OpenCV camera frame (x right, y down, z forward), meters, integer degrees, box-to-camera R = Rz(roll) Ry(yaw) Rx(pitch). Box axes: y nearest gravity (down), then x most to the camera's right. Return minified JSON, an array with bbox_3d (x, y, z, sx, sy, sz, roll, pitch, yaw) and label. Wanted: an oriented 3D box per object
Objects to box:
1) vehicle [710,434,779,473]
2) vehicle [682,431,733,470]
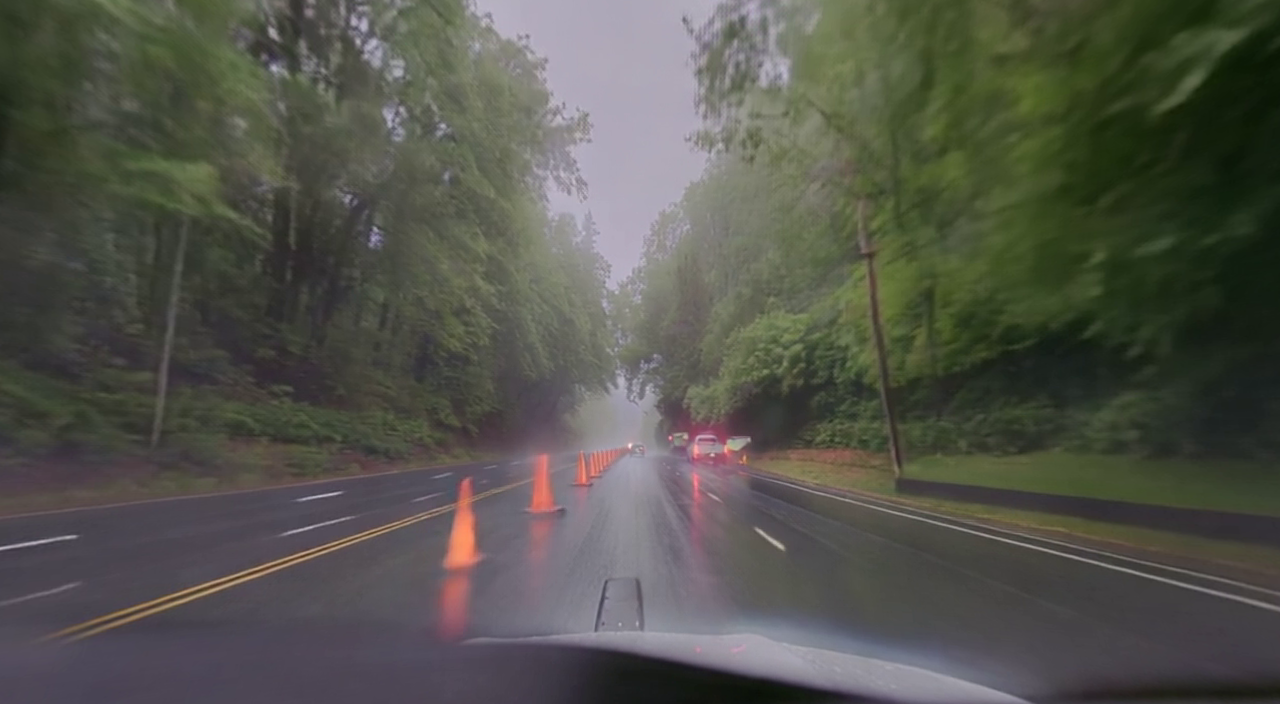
[{"bbox_3d":[5.685,5.674,35.522,2.294,1.949,6.246,1,-8,-5],"label":"vehicle"},{"bbox_3d":[4.542,6.856,43.534,2.694,2.177,6.177,0,-13,-1],"label":"vehicle"}]
